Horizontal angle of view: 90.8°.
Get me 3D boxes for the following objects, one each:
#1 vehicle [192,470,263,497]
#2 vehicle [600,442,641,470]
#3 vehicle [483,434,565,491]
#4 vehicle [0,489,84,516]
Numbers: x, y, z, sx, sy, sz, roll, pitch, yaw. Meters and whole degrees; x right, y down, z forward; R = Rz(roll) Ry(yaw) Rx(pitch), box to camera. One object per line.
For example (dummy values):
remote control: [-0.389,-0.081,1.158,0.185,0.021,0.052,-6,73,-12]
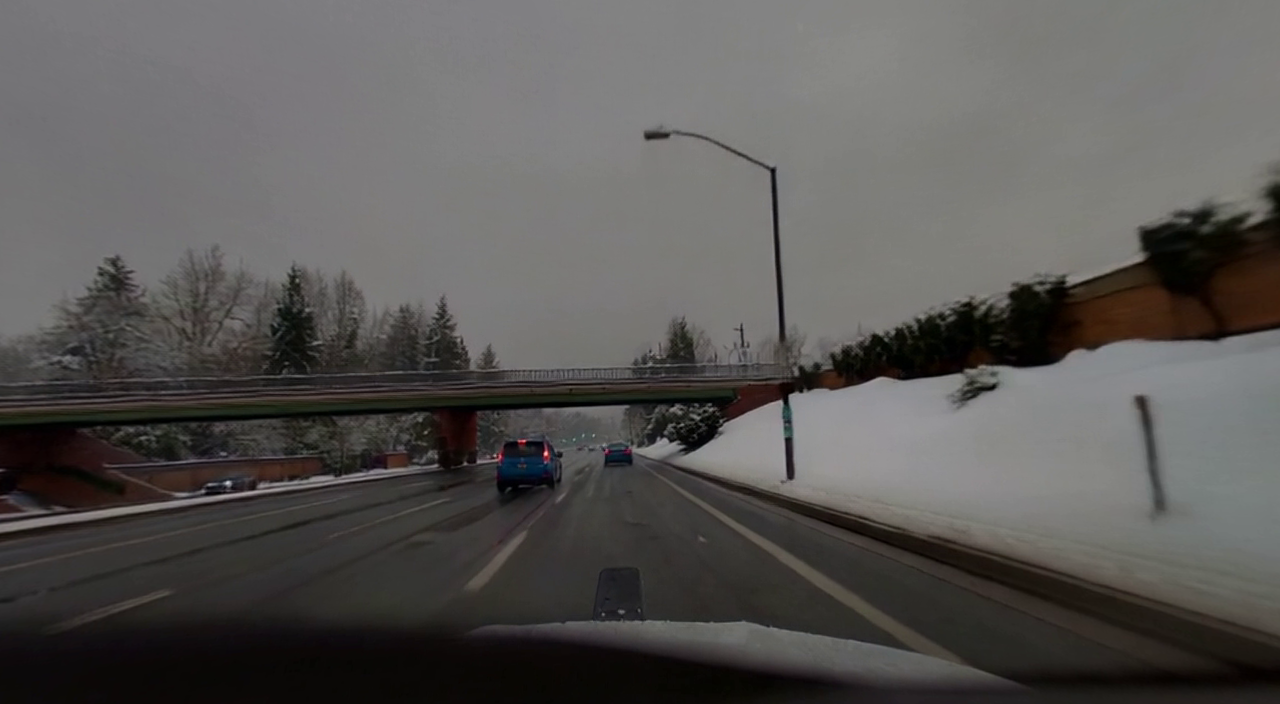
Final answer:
vehicle: [-26.554,8.432,40.845,1.803,1.477,4.187,0,-9,-2]
vehicle: [-1.210,6.010,36.676,2.205,1.509,4.272,0,-9,-4]
vehicle: [-3.957,3.852,22.406,2.223,1.771,4.581,0,-9,-3]
vehicle: [-42.811,10.615,44.540,5.045,1.667,2.174,0,-8,0]
